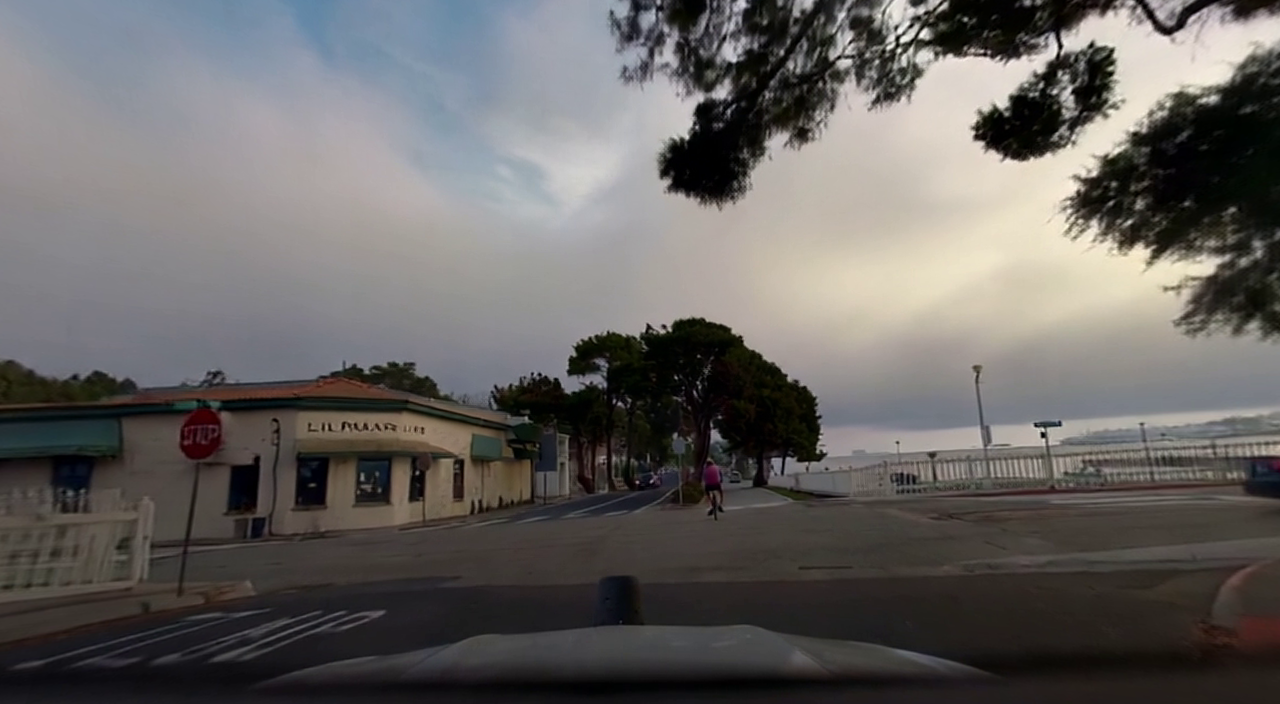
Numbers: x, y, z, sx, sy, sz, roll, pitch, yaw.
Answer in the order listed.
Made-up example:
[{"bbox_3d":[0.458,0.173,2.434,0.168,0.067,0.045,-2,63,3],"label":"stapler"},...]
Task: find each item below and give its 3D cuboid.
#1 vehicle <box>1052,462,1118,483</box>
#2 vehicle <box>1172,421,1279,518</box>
[{"bbox_3d":[34.322,9.334,48.770,3.794,1.403,1.636,-2,-11,-1],"label":"vehicle"},{"bbox_3d":[12.489,1.897,10.310,5.323,1.479,2.112,-2,-9,11],"label":"vehicle"}]
